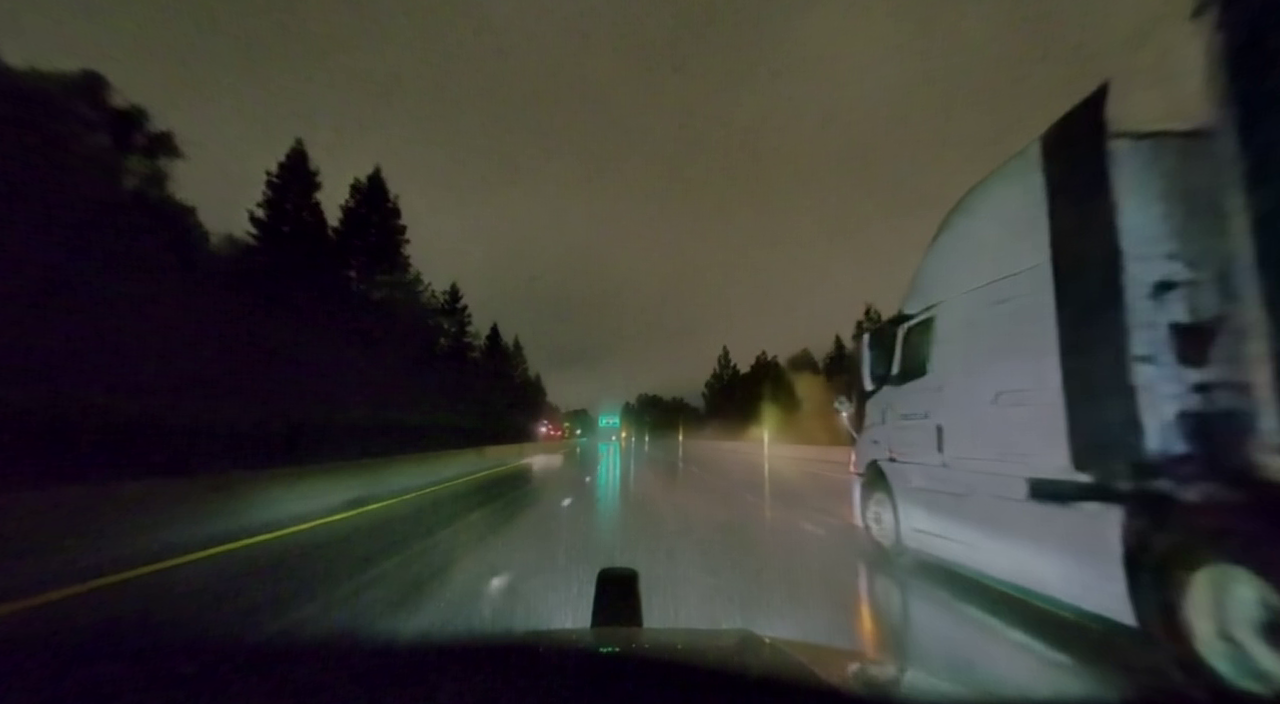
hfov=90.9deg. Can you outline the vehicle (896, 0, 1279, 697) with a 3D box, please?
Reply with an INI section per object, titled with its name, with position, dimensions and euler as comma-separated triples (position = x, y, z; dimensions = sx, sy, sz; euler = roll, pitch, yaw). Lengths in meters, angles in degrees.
[vehicle]
position = 4.798, -0.270, 2.687
dimensions = 2.985, 3.892, 9.938
euler = 0, -8, -1
